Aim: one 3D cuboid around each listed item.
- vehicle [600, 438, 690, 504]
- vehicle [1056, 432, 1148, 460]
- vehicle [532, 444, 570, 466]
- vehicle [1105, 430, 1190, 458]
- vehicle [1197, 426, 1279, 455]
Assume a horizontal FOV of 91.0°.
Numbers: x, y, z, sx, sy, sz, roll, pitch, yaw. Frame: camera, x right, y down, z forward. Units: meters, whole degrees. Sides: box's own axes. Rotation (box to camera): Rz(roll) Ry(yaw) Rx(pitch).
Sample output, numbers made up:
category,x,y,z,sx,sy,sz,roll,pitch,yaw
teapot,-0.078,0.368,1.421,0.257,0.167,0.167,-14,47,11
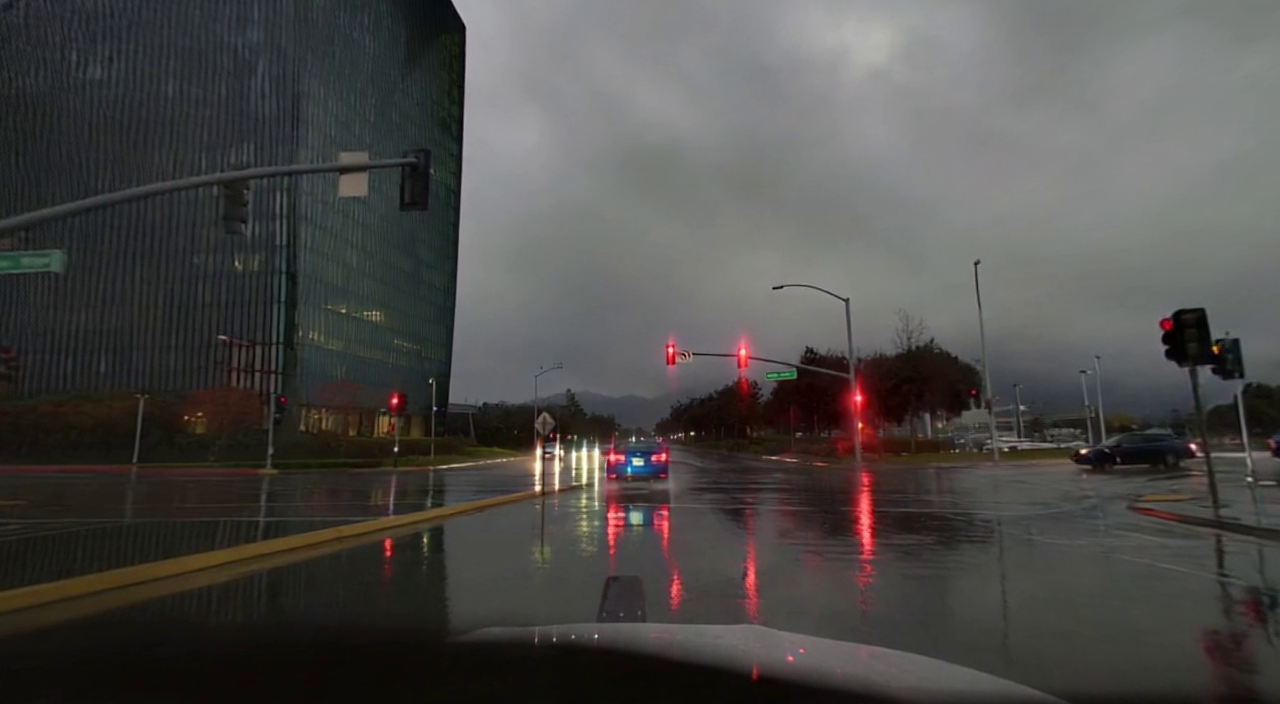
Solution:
category,x,y,z,sx,sy,sz,roll,pitch,yaw
vehicle,0.002,3.124,16.979,2.014,1.525,4.197,1,-9,-5
vehicle,25.560,5.241,35.074,2.021,1.484,4.454,-1,-9,5
vehicle,-6.698,7.814,47.815,2.113,1.535,4.504,0,-9,2
vehicle,27.885,5.078,34.722,1.816,1.476,3.652,-1,-9,5
vehicle,33.091,4.857,34.527,1.798,1.480,3.684,0,-9,3
